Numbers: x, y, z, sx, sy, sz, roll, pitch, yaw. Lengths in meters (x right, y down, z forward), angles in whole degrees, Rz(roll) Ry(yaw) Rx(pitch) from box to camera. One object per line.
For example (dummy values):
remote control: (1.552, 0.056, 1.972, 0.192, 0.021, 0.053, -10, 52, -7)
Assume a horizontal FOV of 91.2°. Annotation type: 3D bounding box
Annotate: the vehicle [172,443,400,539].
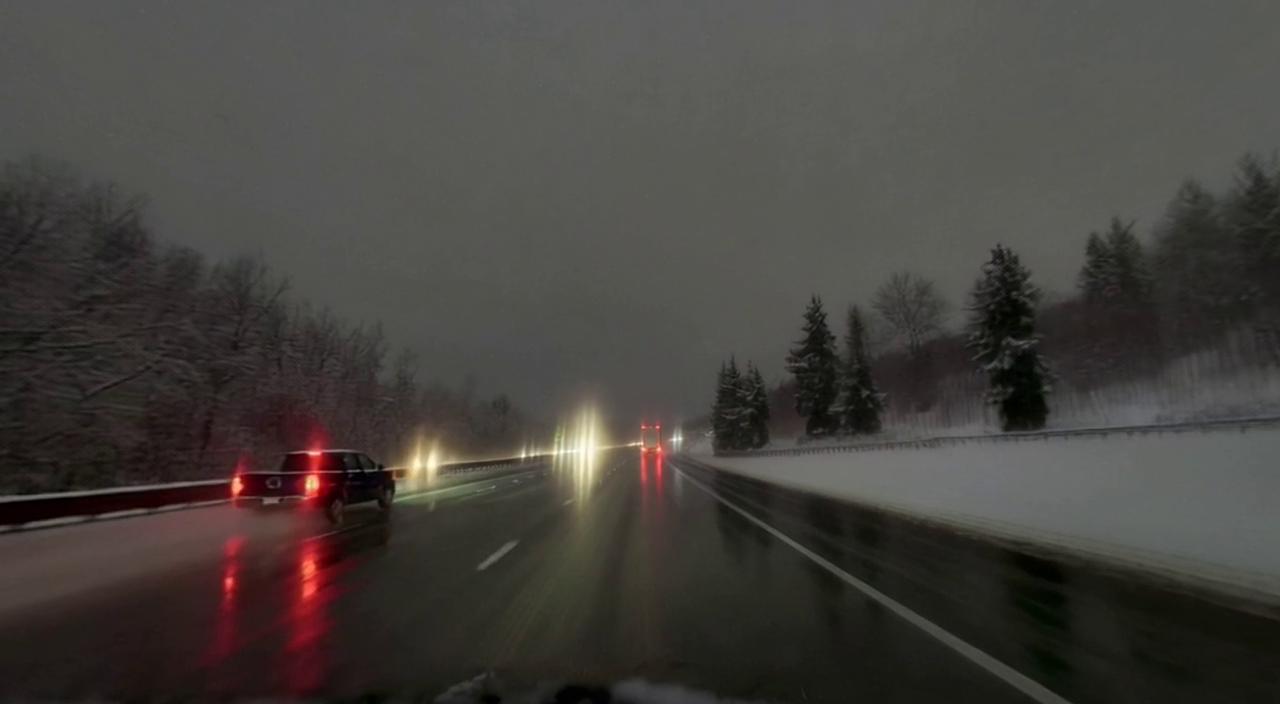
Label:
vehicle: (-6.611, 2.601, 12.419, 1.956, 1.538, 4.318, 0, -9, 0)
